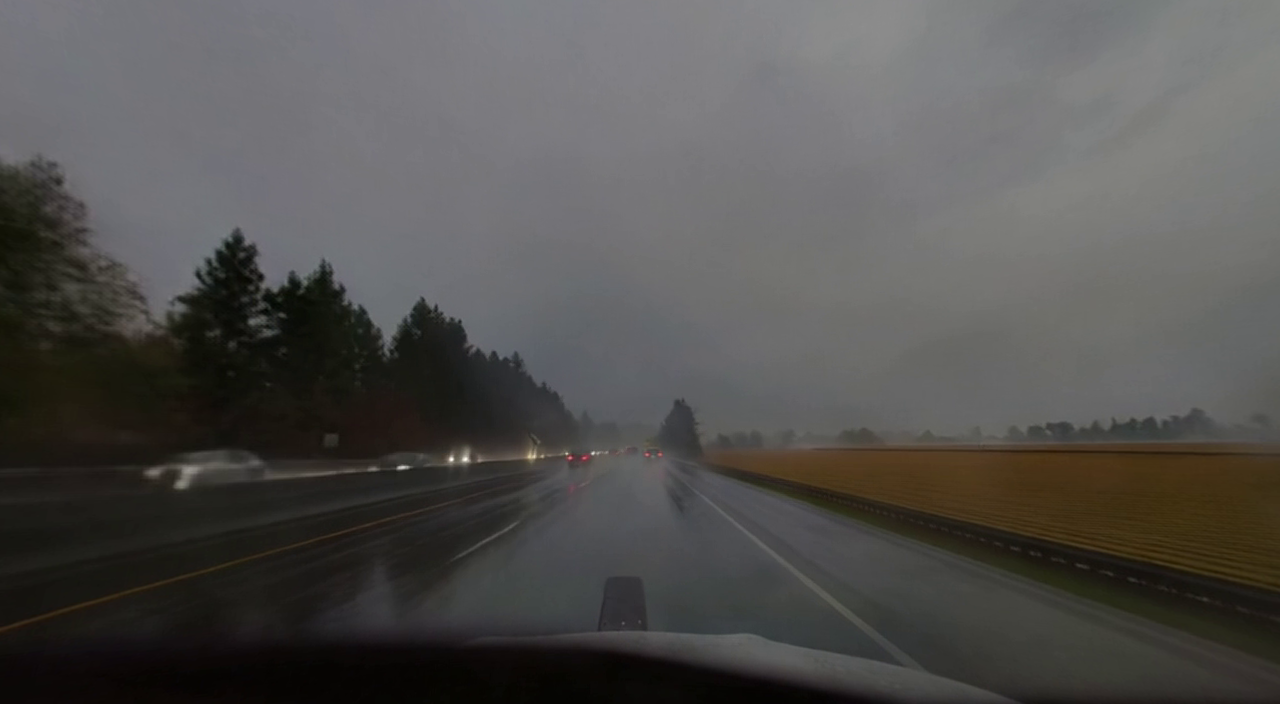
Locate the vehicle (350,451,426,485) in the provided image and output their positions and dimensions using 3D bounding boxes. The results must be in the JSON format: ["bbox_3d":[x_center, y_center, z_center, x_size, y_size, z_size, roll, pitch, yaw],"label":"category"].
[{"bbox_3d":[-12.620,5.807,31.869,1.963,1.555,4.441,-1,-9,0],"label":"vehicle"}]

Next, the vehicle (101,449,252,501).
[{"bbox_3d":[-16.595,4.406,22.953,2.005,1.675,4.529,-1,-9,1],"label":"vehicle"}]

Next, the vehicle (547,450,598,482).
[{"bbox_3d":[-3.291,5.629,31.408,1.970,1.483,4.097,-1,-9,1],"label":"vehicle"}]
